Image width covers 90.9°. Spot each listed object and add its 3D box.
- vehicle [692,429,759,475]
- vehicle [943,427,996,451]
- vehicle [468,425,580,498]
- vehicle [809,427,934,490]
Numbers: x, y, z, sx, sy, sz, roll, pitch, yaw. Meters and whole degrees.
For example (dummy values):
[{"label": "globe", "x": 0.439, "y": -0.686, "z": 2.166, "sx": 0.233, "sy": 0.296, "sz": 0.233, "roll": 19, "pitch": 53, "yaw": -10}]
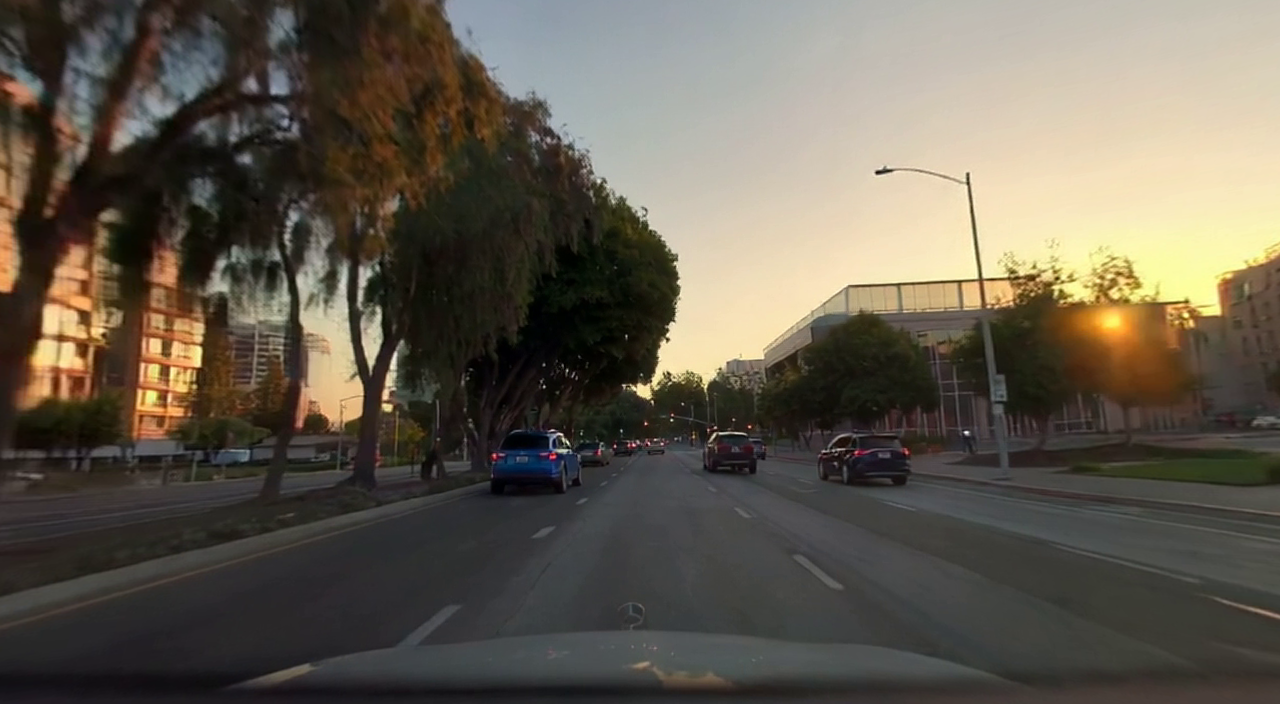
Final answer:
[{"label": "vehicle", "x": 3.545, "y": 4.279, "z": 27.109, "sx": 2.178, "sy": 1.804, "sz": 4.766, "roll": 0, "pitch": -9, "yaw": 0}, {"label": "vehicle", "x": 23.484, "y": 6.239, "z": 45.026, "sx": 1.800, "sy": 1.563, "sz": 3.827, "roll": -1, "pitch": -9, "yaw": 2}, {"label": "vehicle", "x": -2.992, "y": 2.961, "z": 17.358, "sx": 2.141, "sy": 1.719, "sz": 4.379, "roll": 0, "pitch": -9, "yaw": 2}, {"label": "vehicle", "x": 6.877, "y": 3.230, "z": 19.346, "sx": 2.088, "sy": 1.666, "sz": 4.512, "roll": 0, "pitch": -9, "yaw": -1}]
